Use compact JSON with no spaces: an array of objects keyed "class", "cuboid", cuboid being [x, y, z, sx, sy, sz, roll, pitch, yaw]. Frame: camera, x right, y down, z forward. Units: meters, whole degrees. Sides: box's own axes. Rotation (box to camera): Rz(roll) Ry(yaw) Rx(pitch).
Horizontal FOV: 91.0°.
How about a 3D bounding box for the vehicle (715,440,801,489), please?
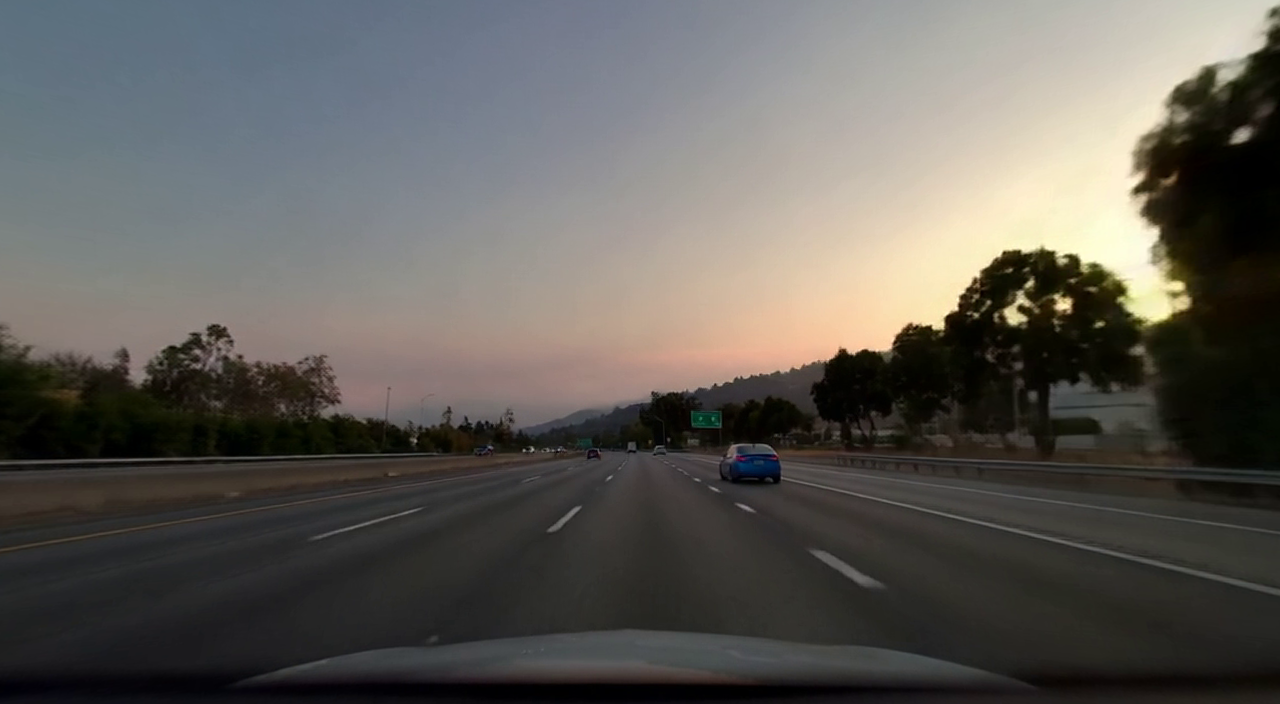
[{"class":"vehicle","cuboid":[3.910,3.812,21.689,2.033,1.501,4.398,0,-9,-1]}]
